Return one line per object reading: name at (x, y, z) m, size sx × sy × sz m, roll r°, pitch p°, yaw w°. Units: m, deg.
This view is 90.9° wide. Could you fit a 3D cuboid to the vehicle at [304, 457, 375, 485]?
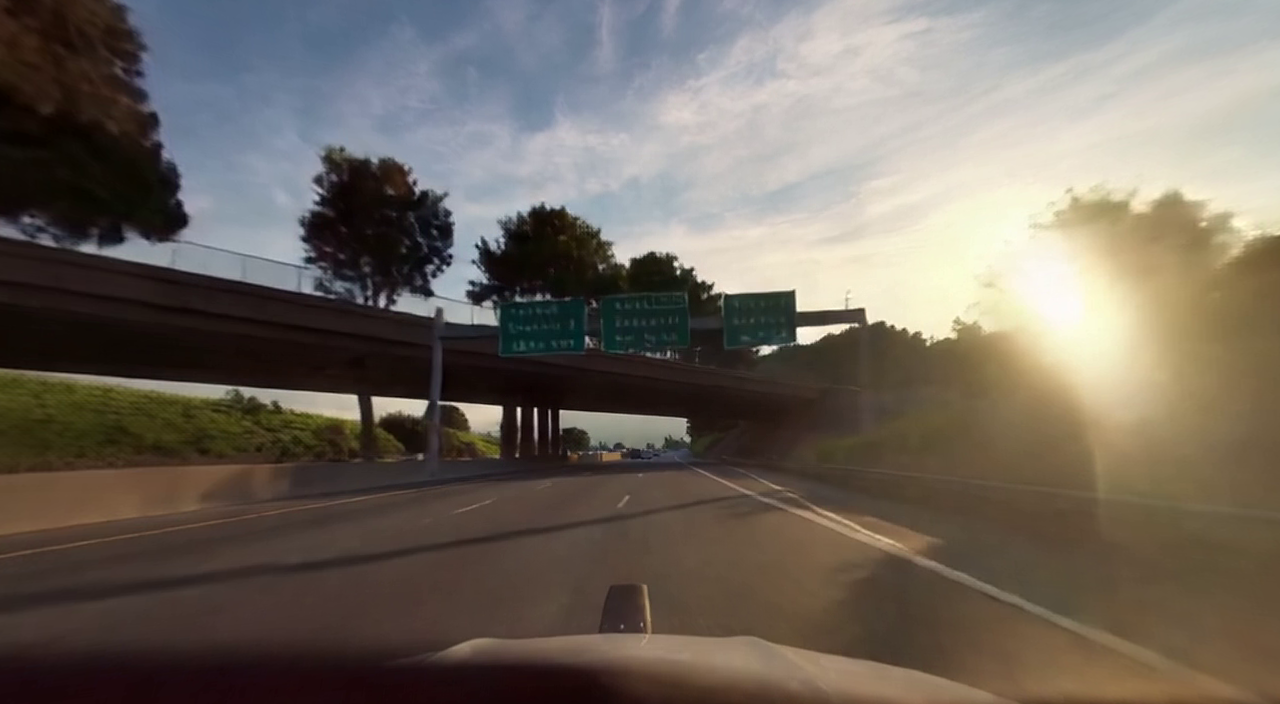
vehicle at (-17.405, 6.924, 36.790) m, size 1.828 × 1.451 × 4.463 m, roll 0°, pitch -9°, yaw 2°
